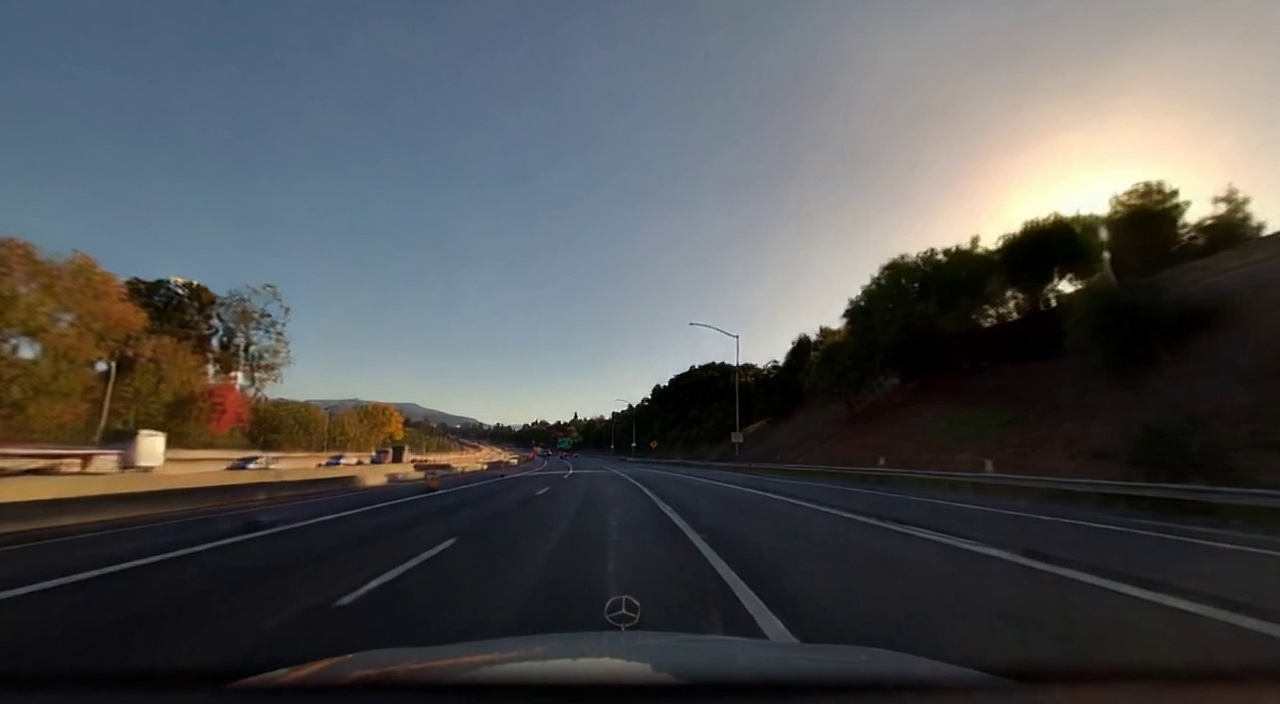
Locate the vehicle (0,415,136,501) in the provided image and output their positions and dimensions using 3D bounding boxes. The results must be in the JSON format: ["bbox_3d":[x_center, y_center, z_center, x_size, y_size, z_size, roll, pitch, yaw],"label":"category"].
[{"bbox_3d":[-18.012,2.889,17.627,2.450,2.180,6.404,6,-11,-2],"label":"vehicle"}]

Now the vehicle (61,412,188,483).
[{"bbox_3d":[-18.470,3.442,22.758,1.996,2.393,2.954,0,-9,-2],"label":"vehicle"}]
